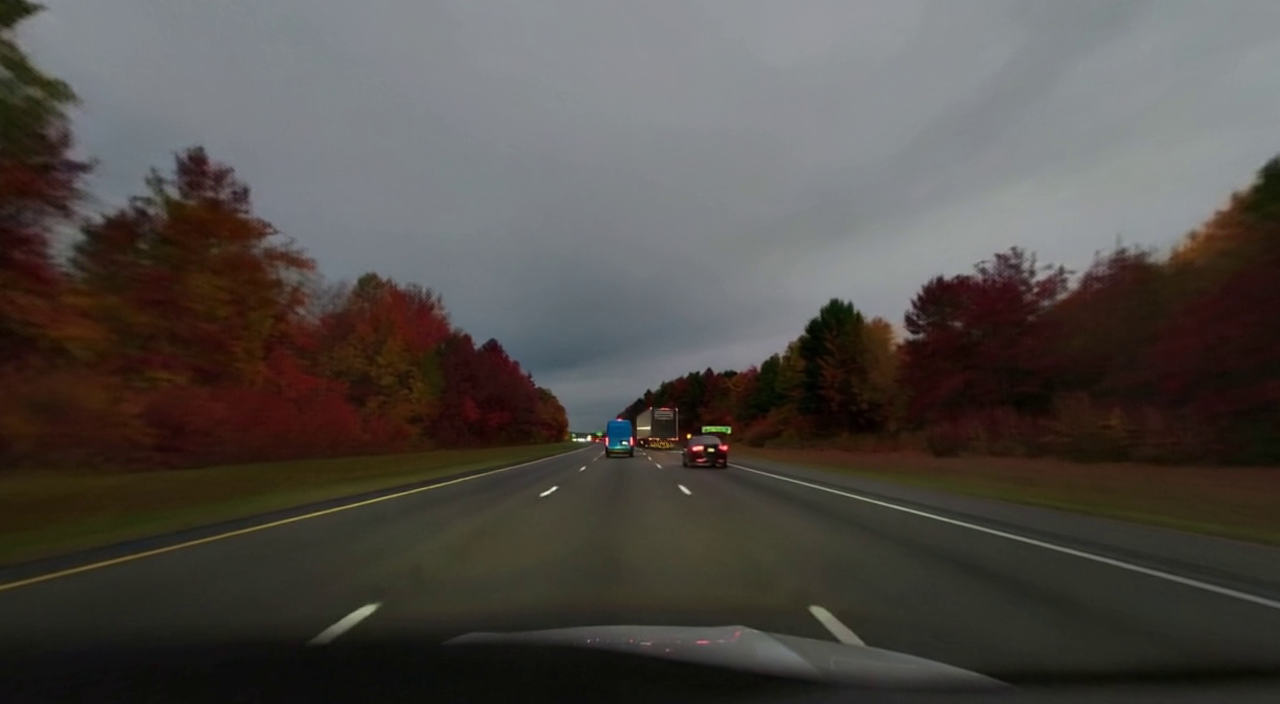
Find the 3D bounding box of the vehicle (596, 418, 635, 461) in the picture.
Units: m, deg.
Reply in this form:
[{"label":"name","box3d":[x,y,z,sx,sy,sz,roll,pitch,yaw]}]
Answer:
[{"label":"vehicle","box3d":[-1.536,5.721,41.156,2.389,2.637,5.437,0,-8,-1]}]

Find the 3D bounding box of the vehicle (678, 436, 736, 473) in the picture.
[{"label":"vehicle","box3d":[2.878,4.513,27.973,1.962,1.508,4.363,0,-8,-2]}]
